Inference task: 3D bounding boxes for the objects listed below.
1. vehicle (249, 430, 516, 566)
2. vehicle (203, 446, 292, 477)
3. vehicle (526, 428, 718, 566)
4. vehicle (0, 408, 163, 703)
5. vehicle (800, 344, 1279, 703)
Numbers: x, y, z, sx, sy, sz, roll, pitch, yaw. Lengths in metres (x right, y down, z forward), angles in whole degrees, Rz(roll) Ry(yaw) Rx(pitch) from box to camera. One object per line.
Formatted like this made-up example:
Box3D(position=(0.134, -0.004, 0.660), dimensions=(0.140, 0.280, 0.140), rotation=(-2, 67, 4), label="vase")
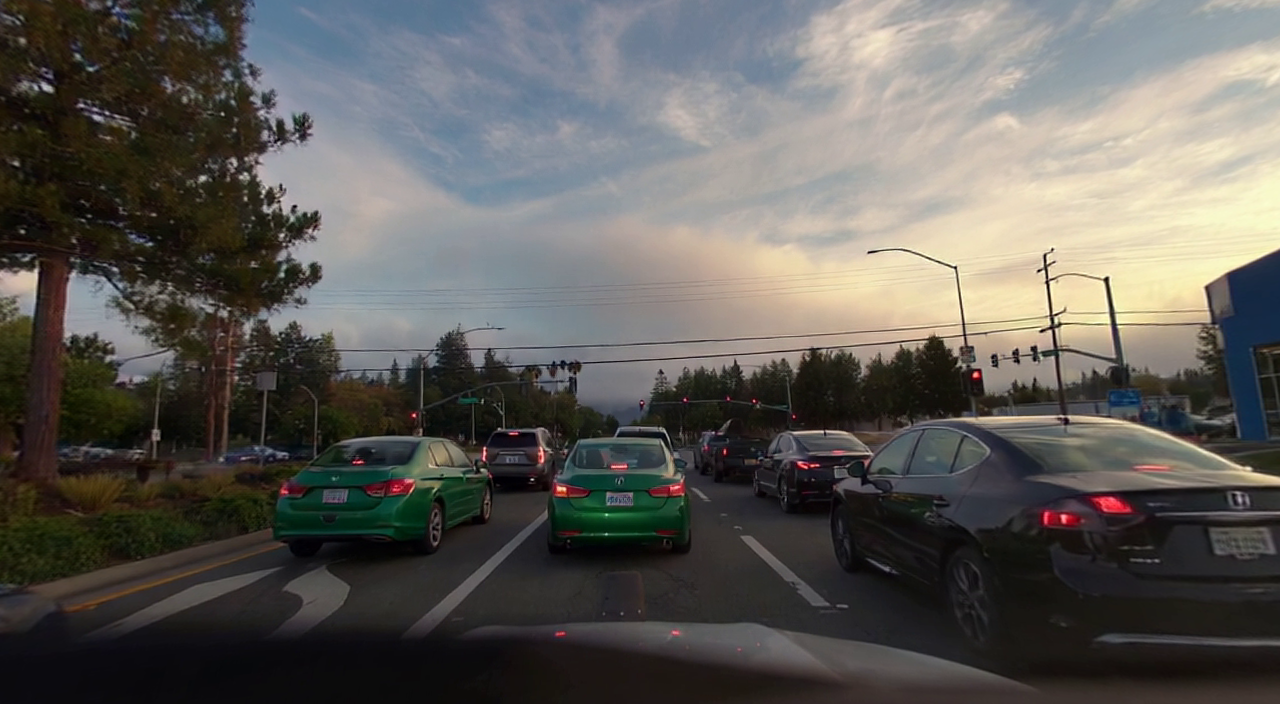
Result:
Box3D(position=(-3.200, 1.887, 8.947), dimensions=(1.917, 1.441, 4.128), rotation=(-1, -8, 2), label="vehicle")
Box3D(position=(-20.311, 5.659, 32.941), dimensions=(2.075, 1.445, 4.597), rotation=(1, -8, -6), label="vehicle")
Box3D(position=(-0.201, 1.838, 8.722), dimensions=(2.041, 1.450, 3.847), rotation=(0, -8, 0), label="vehicle")
Box3D(position=(-3.359, 0.715, 0.826), dimensions=(1.863, 1.448, 4.697), rotation=(0, -8, -1), label="vehicle")
Box3D(position=(3.001, 1.151, 4.853), dimensions=(2.196, 1.676, 4.865), rotation=(0, -8, -1), label="vehicle")
